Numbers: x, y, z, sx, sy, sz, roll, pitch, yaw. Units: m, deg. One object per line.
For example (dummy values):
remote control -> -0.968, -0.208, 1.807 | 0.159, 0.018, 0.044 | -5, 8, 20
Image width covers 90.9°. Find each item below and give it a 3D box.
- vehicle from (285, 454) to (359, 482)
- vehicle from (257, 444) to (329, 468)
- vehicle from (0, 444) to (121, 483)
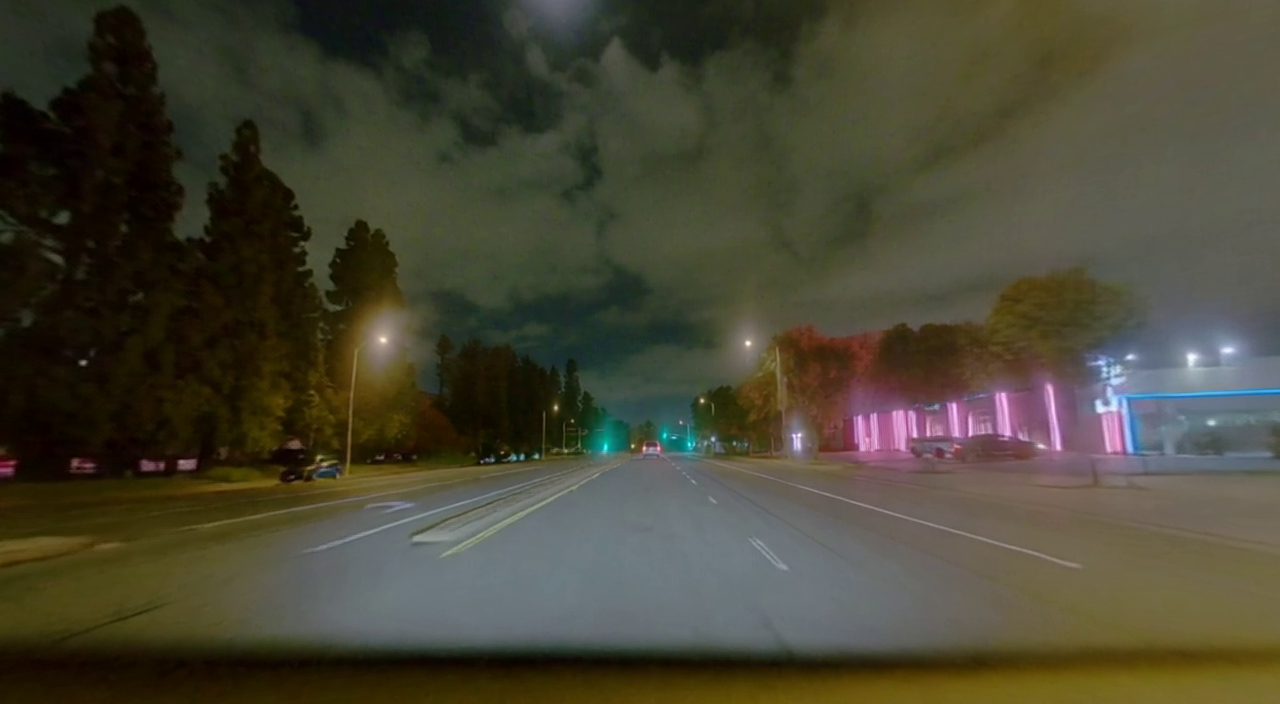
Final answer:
vehicle -> -18.637, 6.777, 37.250 | 1.815, 1.453, 4.870 | 0, -8, 1
vehicle -> -25.959, 7.801, 47.261 | 4.190, 1.729, 1.957 | 0, -8, 2
vehicle -> -26.905, 5.110, 29.017 | 4.106, 1.698, 2.072 | 0, -8, 2
